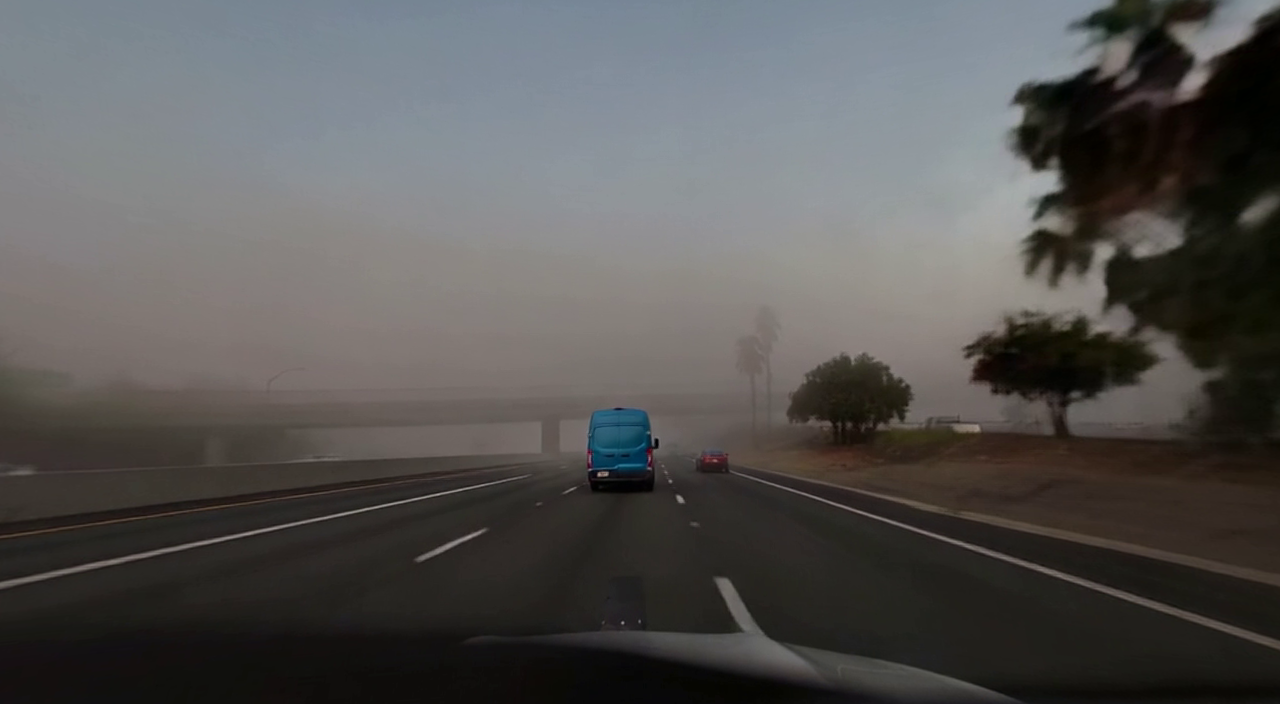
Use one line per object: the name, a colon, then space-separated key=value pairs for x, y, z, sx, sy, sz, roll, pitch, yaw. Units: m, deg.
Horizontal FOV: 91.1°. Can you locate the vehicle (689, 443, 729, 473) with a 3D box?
vehicle: x=4.032 y=6.273 z=37.418 sx=1.987 sy=1.648 sz=3.984 roll=0 pitch=-9 yaw=1

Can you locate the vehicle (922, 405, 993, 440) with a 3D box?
vehicle: x=22.830 y=5.173 z=45.431 sx=2.445 sy=2.240 sz=5.659 roll=-1 pitch=-9 yaw=4

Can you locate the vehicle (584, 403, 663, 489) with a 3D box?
vehicle: x=-0.444 y=3.491 z=23.277 sx=2.476 sy=2.776 sz=5.598 roll=-1 pitch=-9 yaw=3
